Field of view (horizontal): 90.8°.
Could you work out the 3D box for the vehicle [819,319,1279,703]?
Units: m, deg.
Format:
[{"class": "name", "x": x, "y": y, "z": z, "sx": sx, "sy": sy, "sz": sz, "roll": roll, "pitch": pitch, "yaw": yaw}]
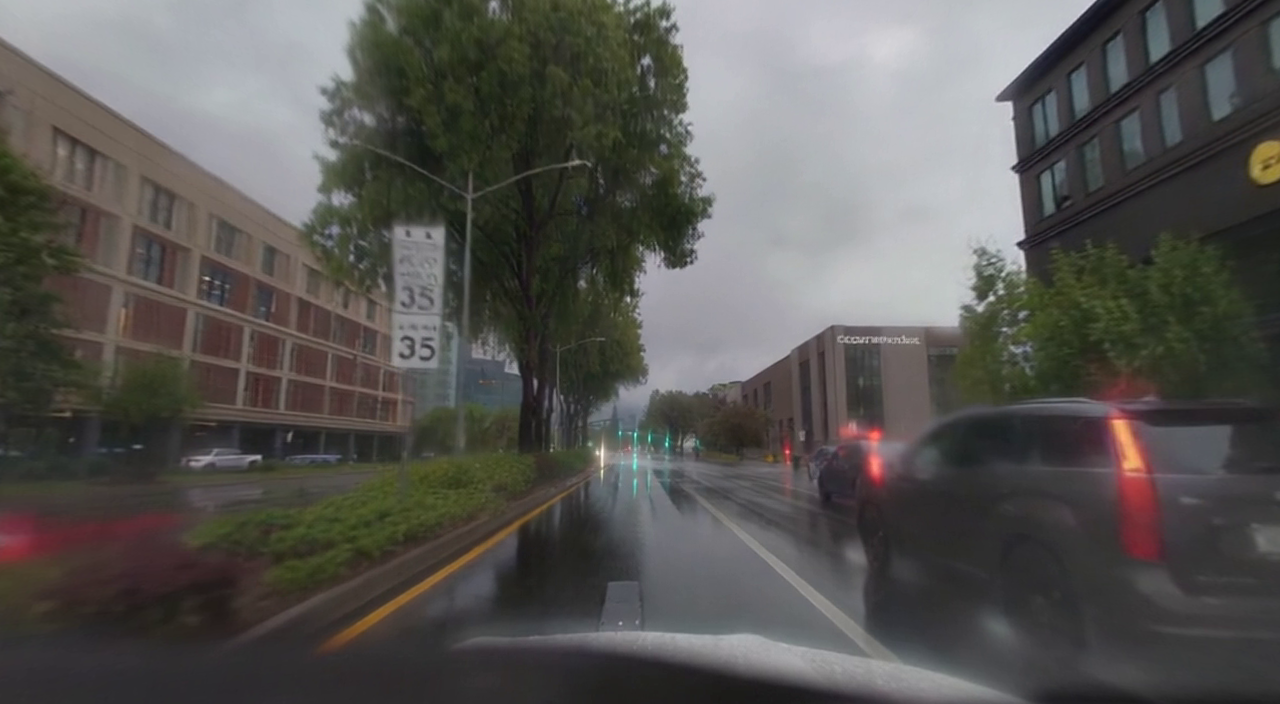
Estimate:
[{"class": "vehicle", "x": 3.695, "y": 1.181, "z": 5.750, "sx": 2.505, "sy": 1.971, "sz": 5.162, "roll": 0, "pitch": -8, "yaw": -1}]
